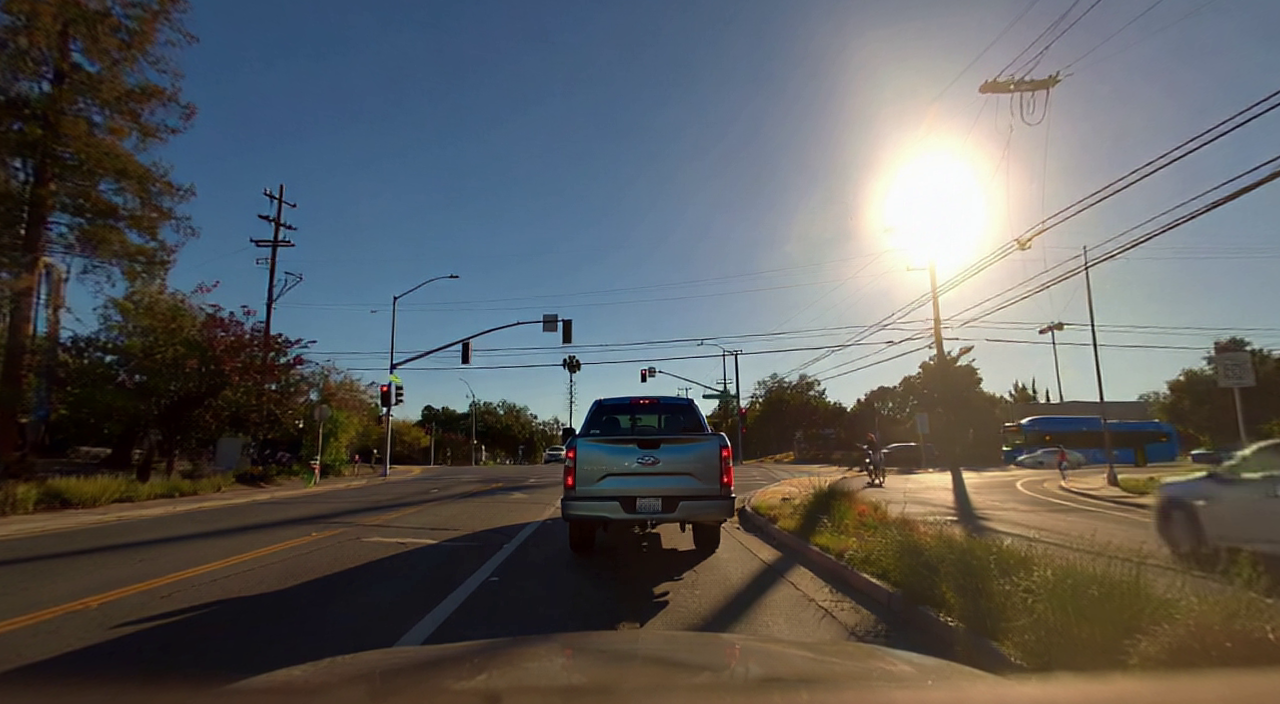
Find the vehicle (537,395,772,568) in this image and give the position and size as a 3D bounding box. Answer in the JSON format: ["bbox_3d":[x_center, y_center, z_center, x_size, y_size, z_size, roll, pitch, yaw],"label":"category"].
[{"bbox_3d":[0.117,1.902,10.135,2.707,1.964,5.485,0,-8,-1],"label":"vehicle"}]

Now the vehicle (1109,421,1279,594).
[{"bbox_3d":[6.592,1.318,5.293,2.060,1.496,4.520,-1,-8,4],"label":"vehicle"}]

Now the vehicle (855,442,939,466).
[{"bbox_3d":[16.689,6.636,41.208,4.578,1.490,1.935,-1,-8,3],"label":"vehicle"}]

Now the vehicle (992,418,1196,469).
[{"bbox_3d":[29.375,5.974,41.259,10.726,3.128,3.003,-1,-8,1],"label":"vehicle"}]
